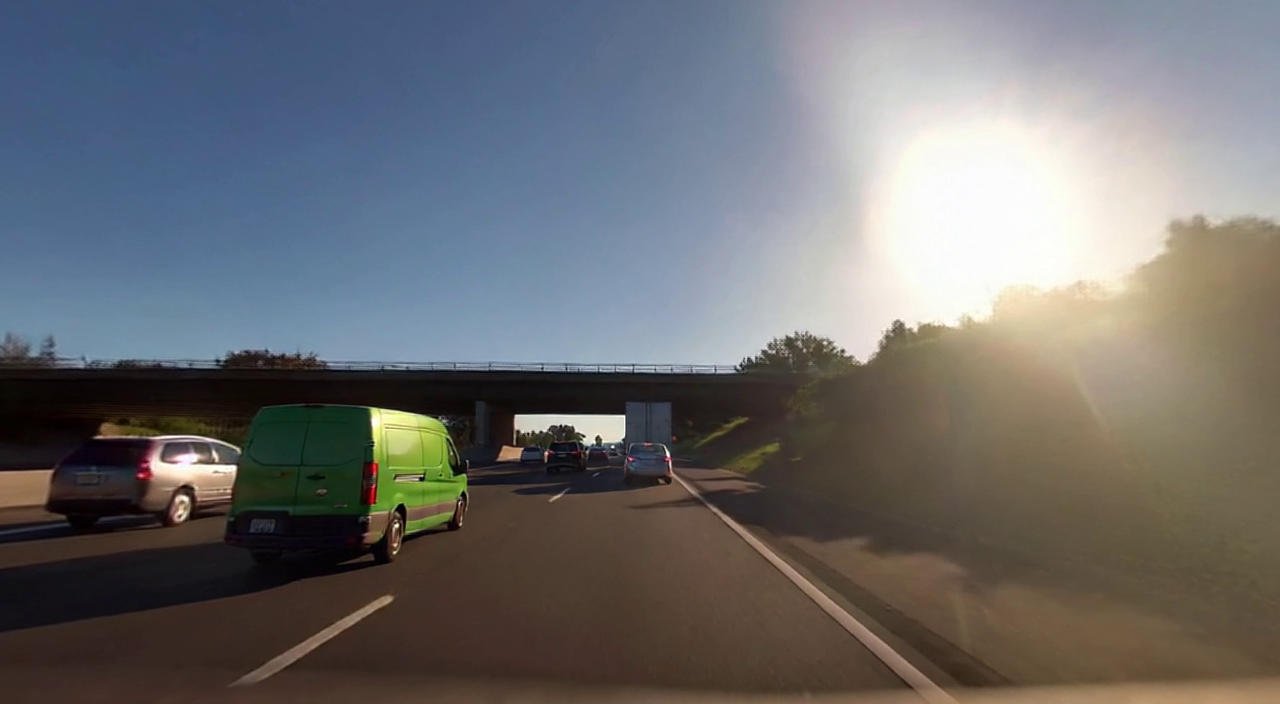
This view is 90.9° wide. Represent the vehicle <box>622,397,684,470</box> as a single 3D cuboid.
[{"bbox_3d":[0.608,5.734,42.642,3.289,3.822,18.653,0,-9,0],"label":"vehicle"}]

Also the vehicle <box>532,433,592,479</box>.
[{"bbox_3d":[-3.360,4.594,27.980,2.068,1.862,4.234,0,-9,1],"label":"vehicle"}]

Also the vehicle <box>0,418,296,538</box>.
[{"bbox_3d":[-8.318,2.113,11.059,2.093,1.675,4.233,0,-9,0],"label":"vehicle"}]

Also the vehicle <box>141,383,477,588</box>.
[{"bbox_3d":[-3.581,1.538,7.877,1.951,1.882,3.979,0,-9,0],"label":"vehicle"}]

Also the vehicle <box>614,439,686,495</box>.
[{"bbox_3d":[0.281,3.446,19.160,1.991,1.507,3.391,0,-9,0],"label":"vehicle"}]

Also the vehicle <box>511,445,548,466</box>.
[{"bbox_3d":[-7.833,7.404,44.969,1.886,1.414,4.028,0,-9,1],"label":"vehicle"}]
